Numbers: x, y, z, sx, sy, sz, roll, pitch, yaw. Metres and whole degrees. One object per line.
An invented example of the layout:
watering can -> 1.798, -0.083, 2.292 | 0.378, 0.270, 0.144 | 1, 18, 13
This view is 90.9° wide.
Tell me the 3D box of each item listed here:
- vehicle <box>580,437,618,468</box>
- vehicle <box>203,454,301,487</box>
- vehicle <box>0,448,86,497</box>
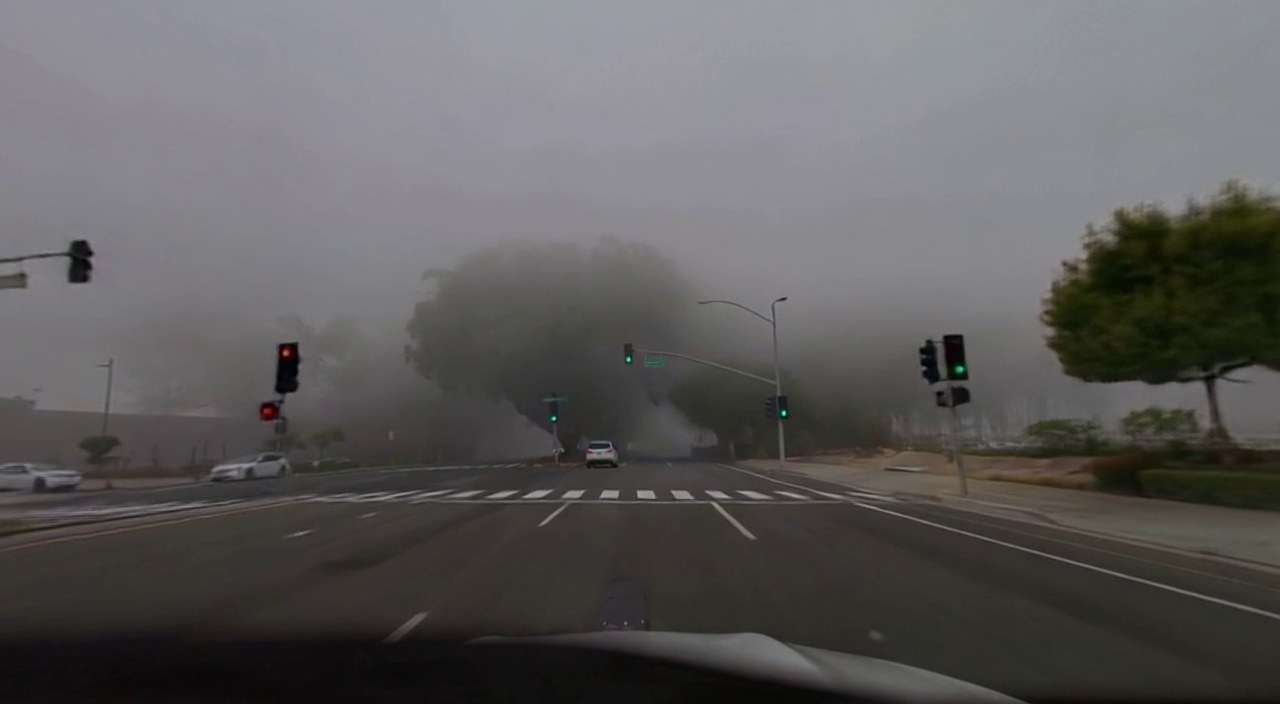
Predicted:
vehicle -> -2.440, 6.136, 38.519 | 2.011, 1.756, 4.478 | 0, -9, 1
vehicle -> -22.765, 6.955, 37.183 | 1.988, 1.717, 4.403 | -6, -10, 28
vehicle -> -28.221, 5.460, 28.387 | 4.597, 1.952, 2.040 | -3, -7, -1
